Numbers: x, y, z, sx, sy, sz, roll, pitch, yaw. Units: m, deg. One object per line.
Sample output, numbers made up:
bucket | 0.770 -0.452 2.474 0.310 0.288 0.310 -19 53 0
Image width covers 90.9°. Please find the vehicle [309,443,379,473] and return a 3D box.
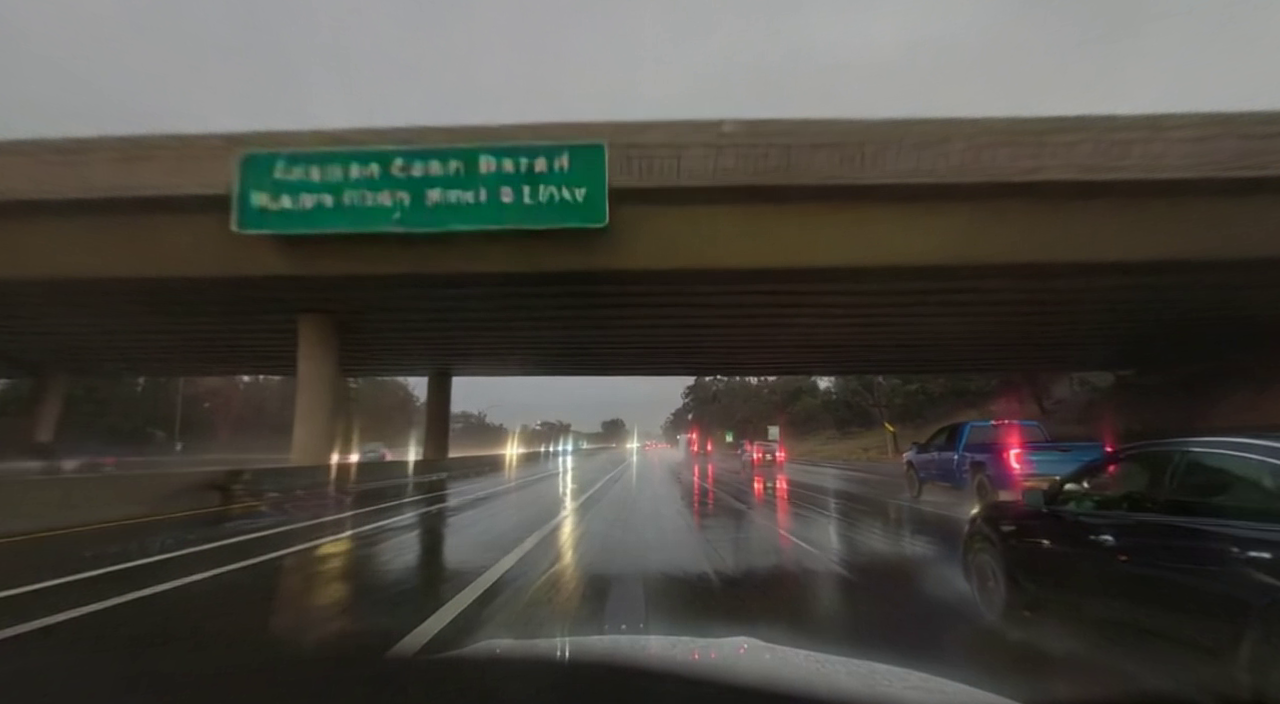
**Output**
vehicle | -17.878 6.410 38.407 2.007 1.727 4.546 0 -8 0

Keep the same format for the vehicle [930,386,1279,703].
vehicle | 3.340 0.921 2.466 2.119 1.524 4.807 0 -8 0

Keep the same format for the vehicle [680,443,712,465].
vehicle | 4.324 7.919 49.145 2.014 1.643 4.039 0 -8 -1
